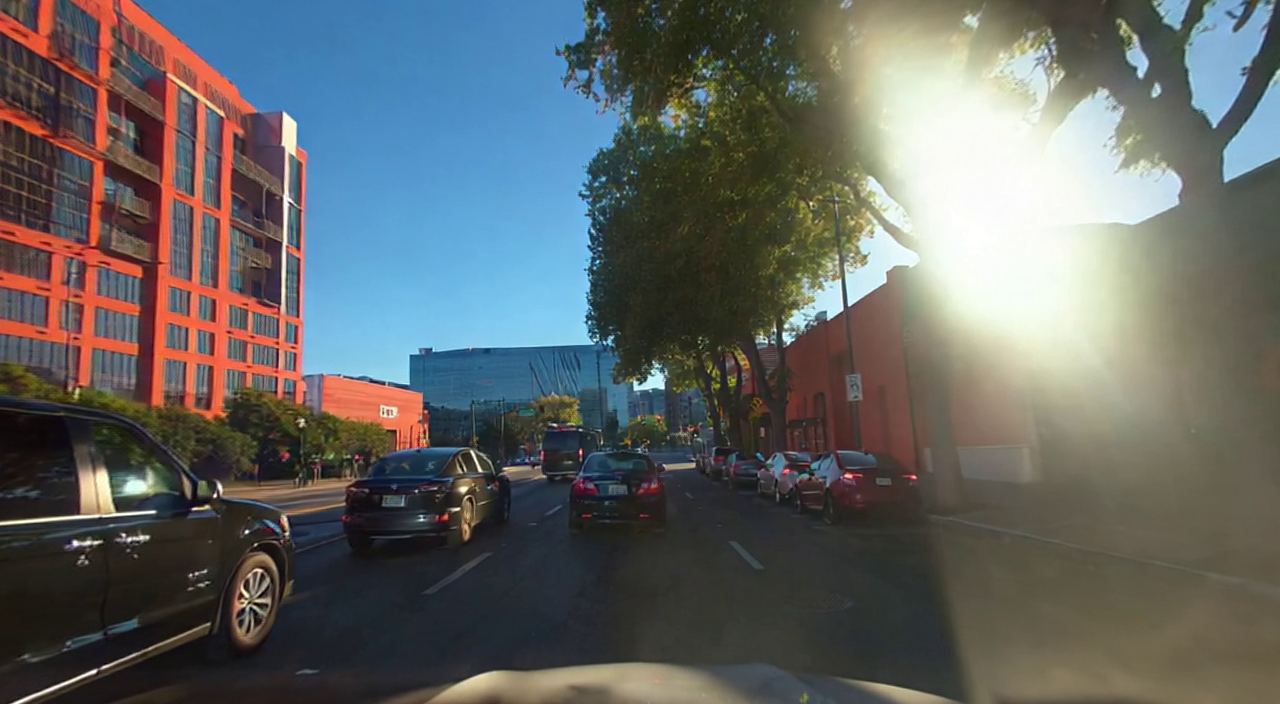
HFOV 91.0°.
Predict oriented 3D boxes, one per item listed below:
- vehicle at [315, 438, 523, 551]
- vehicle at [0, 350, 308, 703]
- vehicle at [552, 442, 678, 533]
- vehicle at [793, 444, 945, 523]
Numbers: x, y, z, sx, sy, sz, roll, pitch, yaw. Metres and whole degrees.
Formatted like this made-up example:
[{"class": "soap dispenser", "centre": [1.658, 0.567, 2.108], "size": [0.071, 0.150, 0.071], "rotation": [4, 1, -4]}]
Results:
[{"class": "vehicle", "centre": [-3.525, 2.340, 11.116], "size": [1.995, 1.554, 4.426], "rotation": [0, -9, 1]}, {"class": "vehicle", "centre": [-3.727, 0.867, 2.524], "size": [2.140, 1.768, 4.685], "rotation": [0, -9, 1]}, {"class": "vehicle", "centre": [-0.414, 2.623, 12.824], "size": [2.152, 1.518, 4.113], "rotation": [0, -9, 0]}, {"class": "vehicle", "centre": [4.902, 2.847, 14.173], "size": [1.832, 1.491, 4.054], "rotation": [1, -9, -1]}]
